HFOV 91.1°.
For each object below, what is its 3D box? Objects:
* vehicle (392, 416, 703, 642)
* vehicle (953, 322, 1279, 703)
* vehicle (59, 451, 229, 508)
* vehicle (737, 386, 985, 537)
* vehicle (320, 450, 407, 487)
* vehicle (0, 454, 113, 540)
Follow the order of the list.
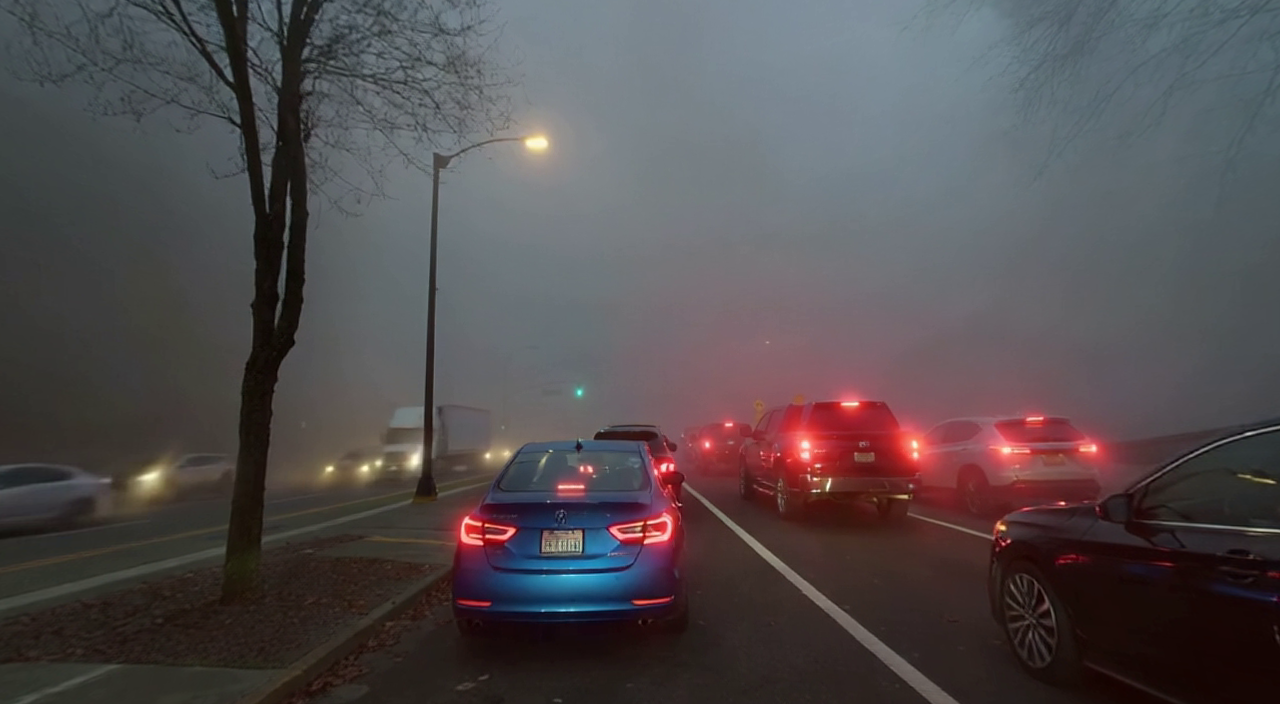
[{"bbox_3d":[-0.576,1.499,6.336,2.111,1.506,4.018,0,-9,2],"label":"vehicle"},{"bbox_3d":[3.158,0.755,2.067,1.982,1.709,4.427,0,-9,1],"label":"vehicle"},{"bbox_3d":[-16.306,4.168,21.015,1.937,1.650,4.465,0,-9,2],"label":"vehicle"},{"bbox_3d":[3.528,1.948,11.687,2.444,2.098,5.766,0,-8,-1],"label":"vehicle"},{"bbox_3d":[-12.482,5.249,28.645,2.055,1.524,4.074,0,-9,1],"label":"vehicle"},{"bbox_3d":[-12.614,2.706,11.725,1.907,1.522,4.115,0,-9,0],"label":"vehicle"}]
